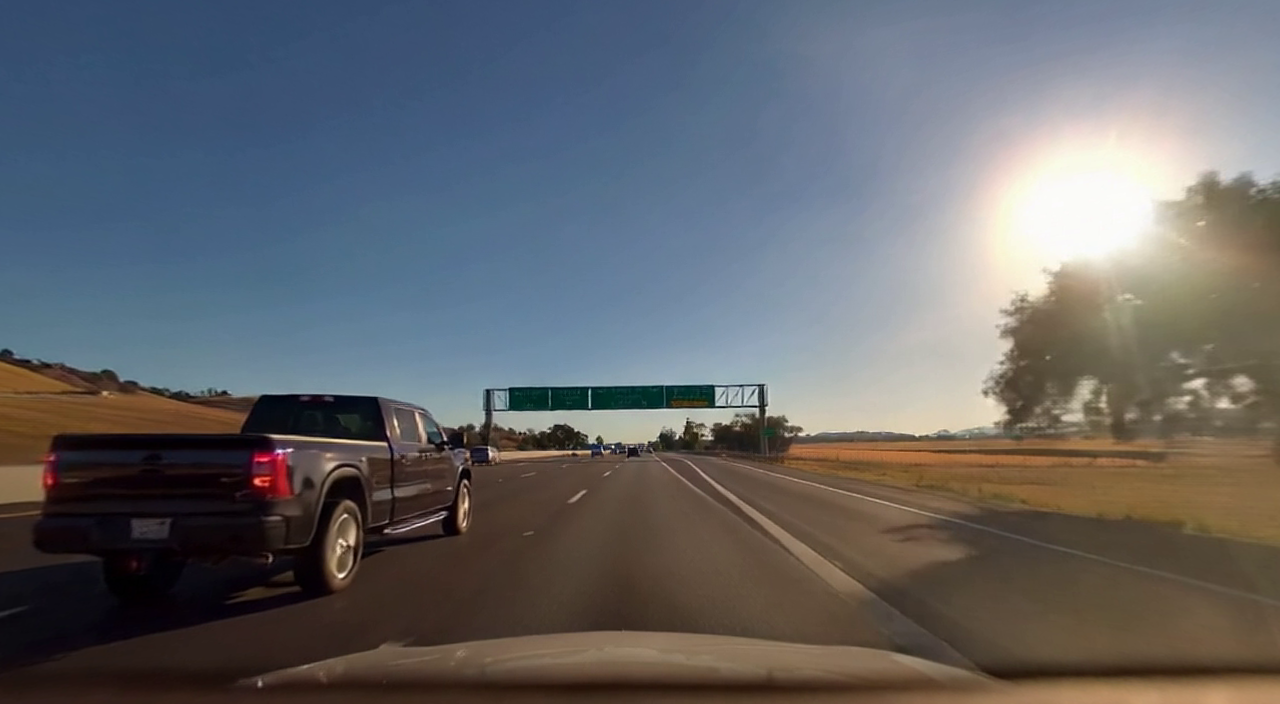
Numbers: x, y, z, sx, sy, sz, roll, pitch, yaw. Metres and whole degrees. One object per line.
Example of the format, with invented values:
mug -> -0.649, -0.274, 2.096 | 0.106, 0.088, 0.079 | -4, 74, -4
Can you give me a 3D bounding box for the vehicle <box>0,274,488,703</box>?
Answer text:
vehicle -> -3.526, 1.115, 5.843 | 2.601, 2.084, 6.068 | 0, -8, 1
